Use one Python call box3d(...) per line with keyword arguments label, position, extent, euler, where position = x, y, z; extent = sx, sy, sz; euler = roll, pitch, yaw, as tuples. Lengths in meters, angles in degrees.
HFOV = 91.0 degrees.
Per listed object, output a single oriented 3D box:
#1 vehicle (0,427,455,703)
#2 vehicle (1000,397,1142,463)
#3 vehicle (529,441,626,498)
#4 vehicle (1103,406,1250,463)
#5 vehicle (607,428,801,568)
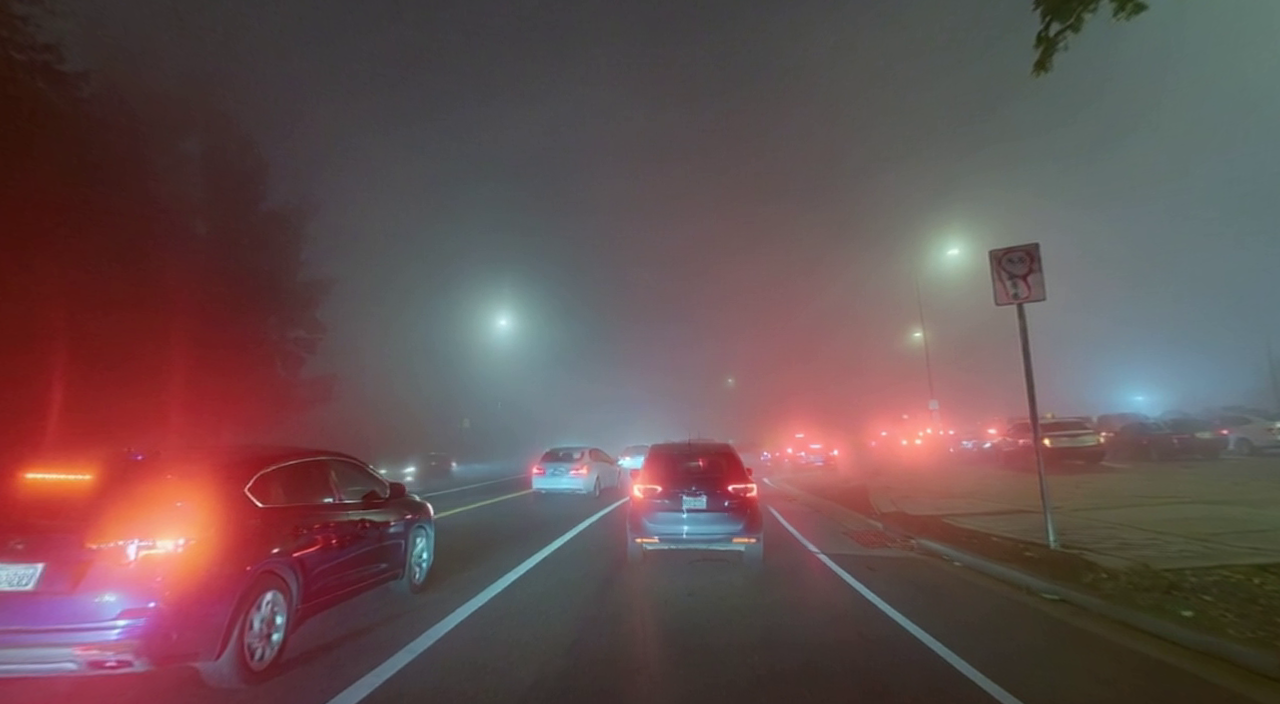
box3d(label="vehicle", position=(-3.208, 1.437, 5.106), extent=(1.940, 1.502, 4.241), euler=(-1, -9, 3))
box3d(label="vehicle", position=(14.218, 2.689, 21.191), extent=(2.288, 1.933, 4.612), euler=(-2, -9, 13))
box3d(label="vehicle", position=(-1.742, 3.483, 19.070), extent=(1.870, 1.490, 4.187), euler=(-2, -9, 9))
box3d(label="vehicle", position=(17.307, 2.725, 20.608), extent=(1.803, 1.518, 3.893), euler=(-7, -9, 10))
box3d(label="vehicle", position=(0.868, 1.938, 9.154), extent=(2.142, 1.528, 4.133), euler=(-1, -9, 5))
